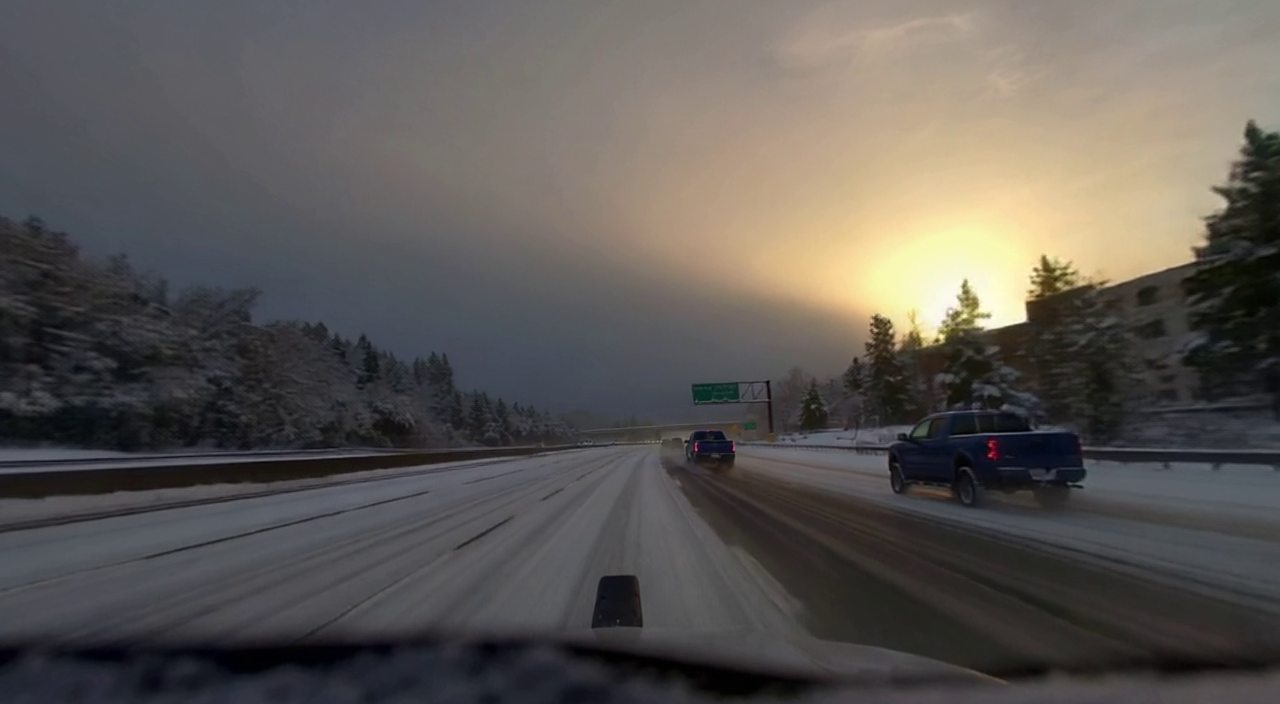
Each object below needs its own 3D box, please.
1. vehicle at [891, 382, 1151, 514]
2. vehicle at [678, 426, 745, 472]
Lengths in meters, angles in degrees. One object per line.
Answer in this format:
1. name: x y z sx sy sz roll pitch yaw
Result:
1. vehicle: 7.684 2.054 13.691 2.158 2.268 5.396 0 -9 -1
2. vehicle: 3.243 4.570 29.785 2.462 1.984 4.718 0 -9 -2
